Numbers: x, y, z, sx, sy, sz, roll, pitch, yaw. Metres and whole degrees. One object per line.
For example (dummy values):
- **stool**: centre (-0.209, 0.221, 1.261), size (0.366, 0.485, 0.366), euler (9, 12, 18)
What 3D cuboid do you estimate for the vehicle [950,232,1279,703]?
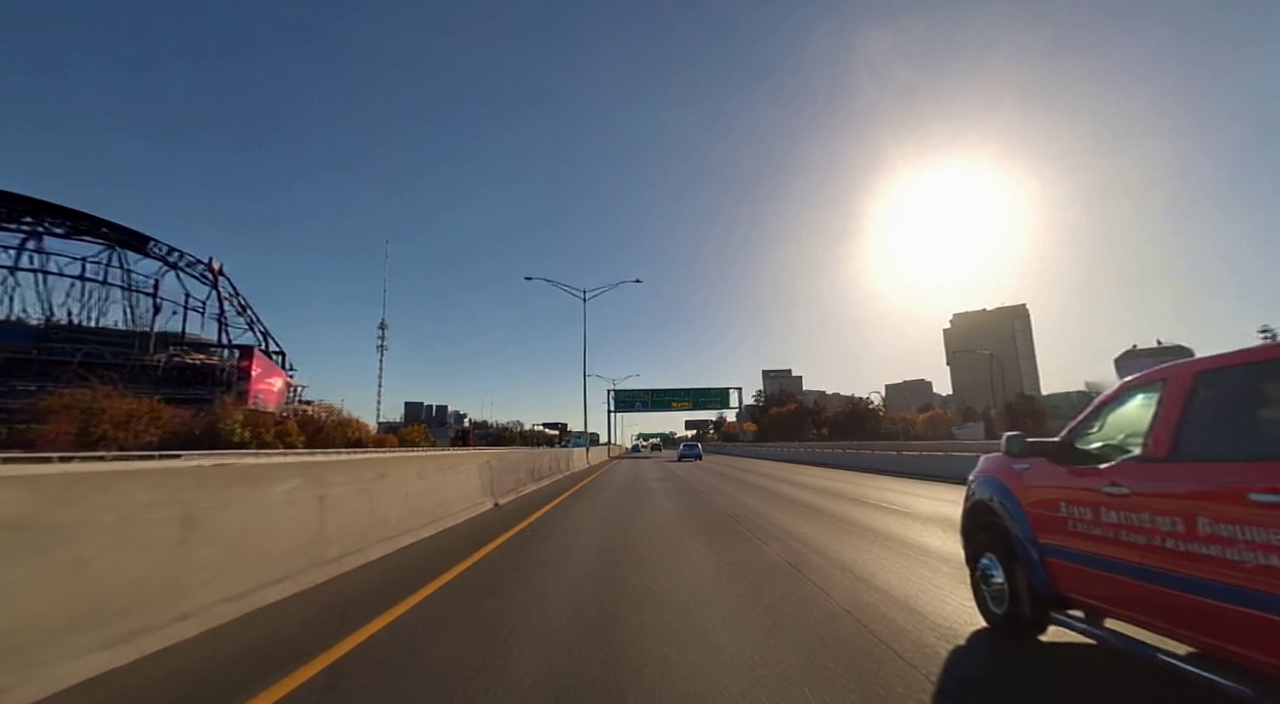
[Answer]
- **vehicle**: centre (3.108, 0.557, 1.464), size (2.199, 2.002, 4.970), euler (0, -9, 0)

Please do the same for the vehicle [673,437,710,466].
- **vehicle**: centre (3.287, 6.448, 41.018), size (1.973, 1.774, 4.092), euler (0, -9, 0)
